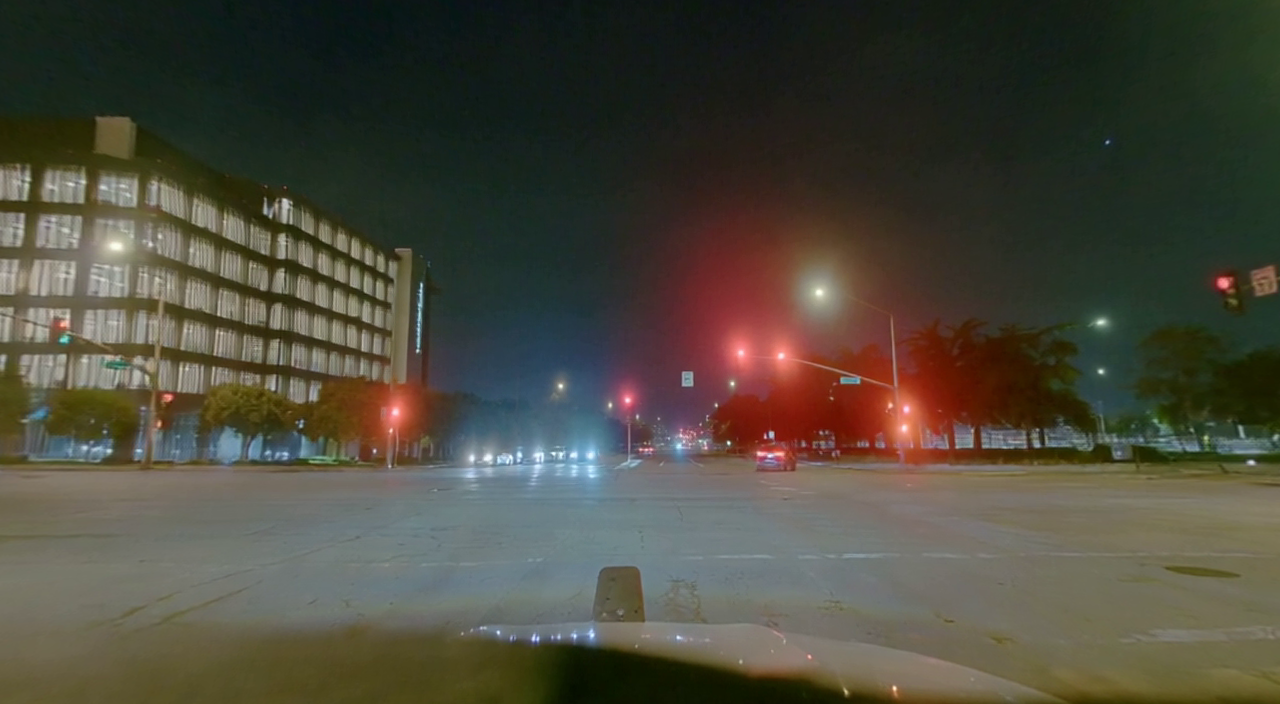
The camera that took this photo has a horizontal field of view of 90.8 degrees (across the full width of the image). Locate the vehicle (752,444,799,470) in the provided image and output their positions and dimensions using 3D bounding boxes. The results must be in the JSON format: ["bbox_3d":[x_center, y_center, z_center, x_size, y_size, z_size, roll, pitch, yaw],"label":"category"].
[{"bbox_3d":[8.113,6.201,37.485,2.043,1.454,4.424,-3,-9,21],"label":"vehicle"}]

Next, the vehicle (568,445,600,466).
[{"bbox_3d":[-4.346,8.126,49.751,2.130,1.613,4.121,0,-8,0],"label":"vehicle"}]
